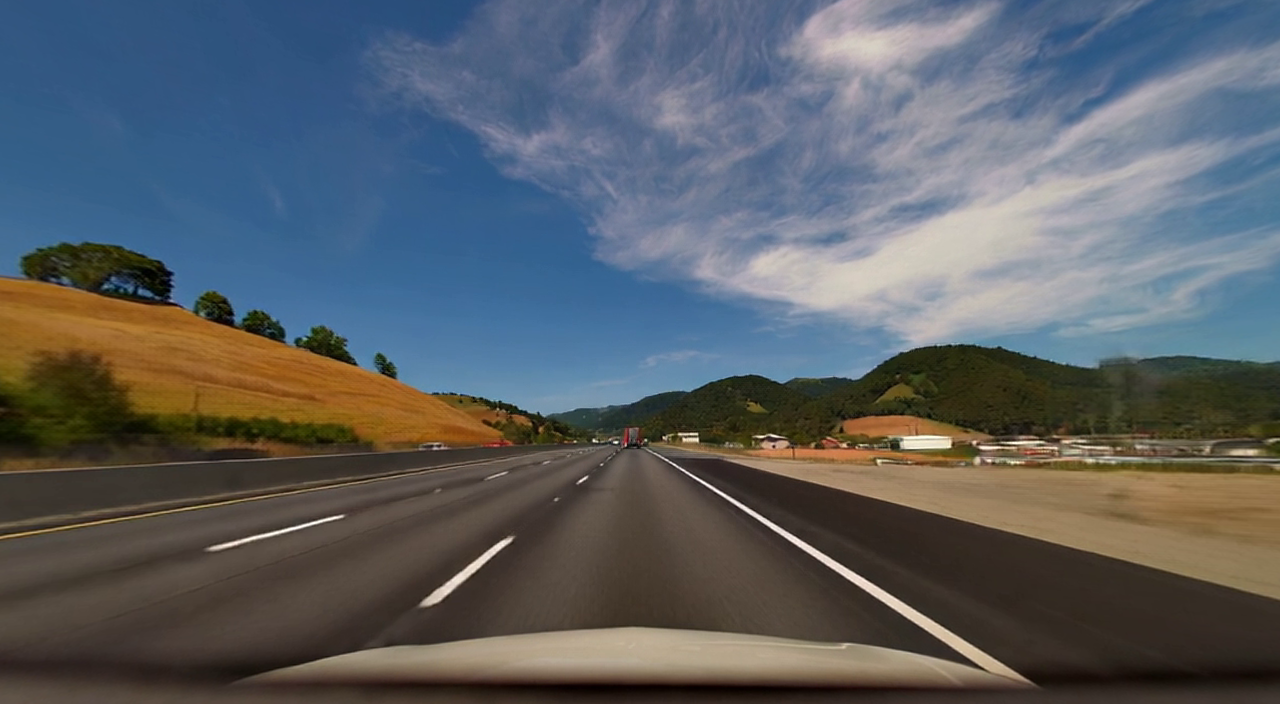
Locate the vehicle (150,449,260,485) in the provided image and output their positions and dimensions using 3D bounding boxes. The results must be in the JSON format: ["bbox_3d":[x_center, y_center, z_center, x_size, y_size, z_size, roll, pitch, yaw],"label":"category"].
[{"bbox_3d":[-19.850,5.219,28.993,1.774,1.414,4.652,0,-8,-1],"label":"vehicle"}]
